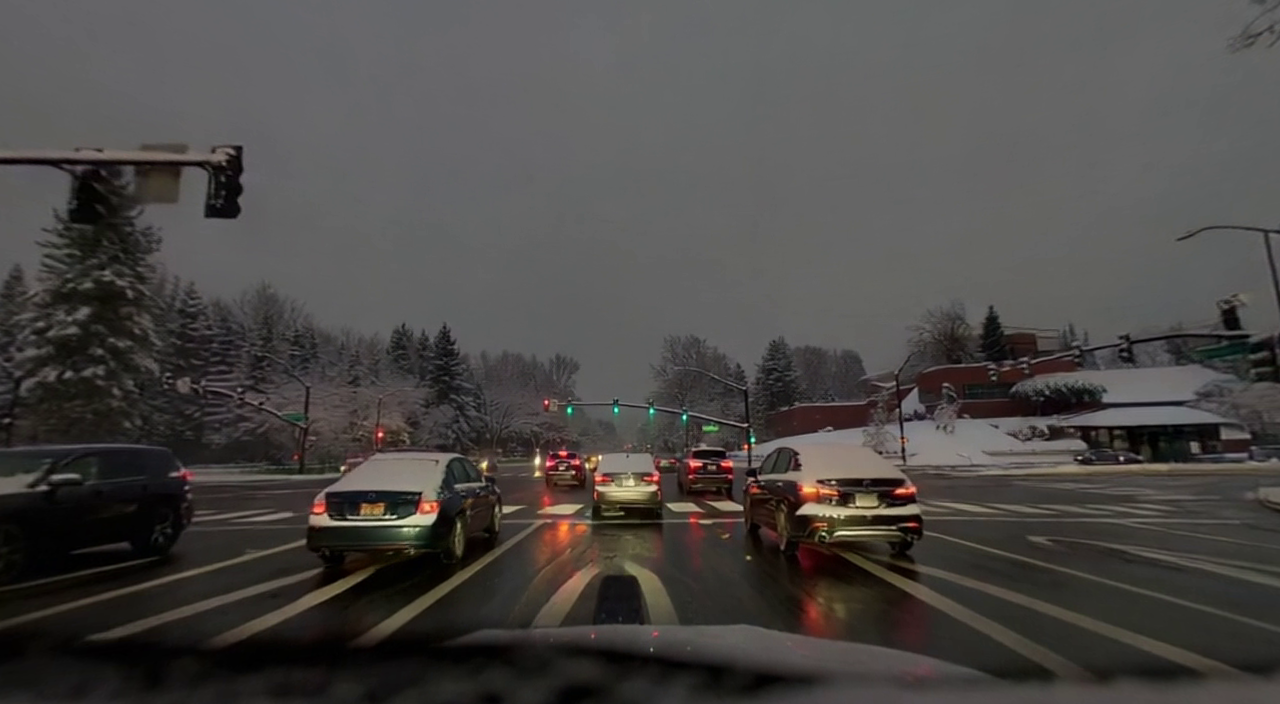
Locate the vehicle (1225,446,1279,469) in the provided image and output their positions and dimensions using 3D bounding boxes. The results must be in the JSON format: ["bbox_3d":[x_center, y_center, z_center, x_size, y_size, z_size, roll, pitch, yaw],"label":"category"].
[{"bbox_3d":[40.027,6.624,39.724,4.644,1.430,1.781,0,-8,-1],"label":"vehicle"}]

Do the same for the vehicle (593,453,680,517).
[{"bbox_3d":[-0.123,3.529,17.259,2.098,1.461,3.958,0,-8,-1],"label":"vehicle"}]

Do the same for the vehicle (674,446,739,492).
[{"bbox_3d":[2.724,4.892,26.938,2.138,1.778,4.422,0,-8,-2],"label":"vehicle"}]

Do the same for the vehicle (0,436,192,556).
[{"bbox_3d":[-10.179,2.325,10.775,1.934,1.713,4.281,0,-8,-1],"label":"vehicle"}]

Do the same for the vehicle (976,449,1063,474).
[{"bbox_3d":[23.741,6.843,39.603,4.255,1.465,1.936,0,-9,-3],"label":"vehicle"}]

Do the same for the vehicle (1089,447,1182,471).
[{"bbox_3d":[31.108,6.741,39.743,4.357,1.444,1.783,0,-8,-2],"label":"vehicle"}]

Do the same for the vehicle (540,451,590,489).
[{"bbox_3d":[-3.719,5.903,31.997,2.033,1.714,4.278,0,-8,0],"label":"vehicle"}]

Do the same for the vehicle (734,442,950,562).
[{"bbox_3d":[3.060,2.363,10.921,1.996,1.566,4.917,0,-8,-2],"label":"vehicle"}]

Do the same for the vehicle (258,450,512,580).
[{"bbox_3d":[-3.436,2.258,9.677,2.045,1.463,4.490,0,-8,0],"label":"vehicle"}]
